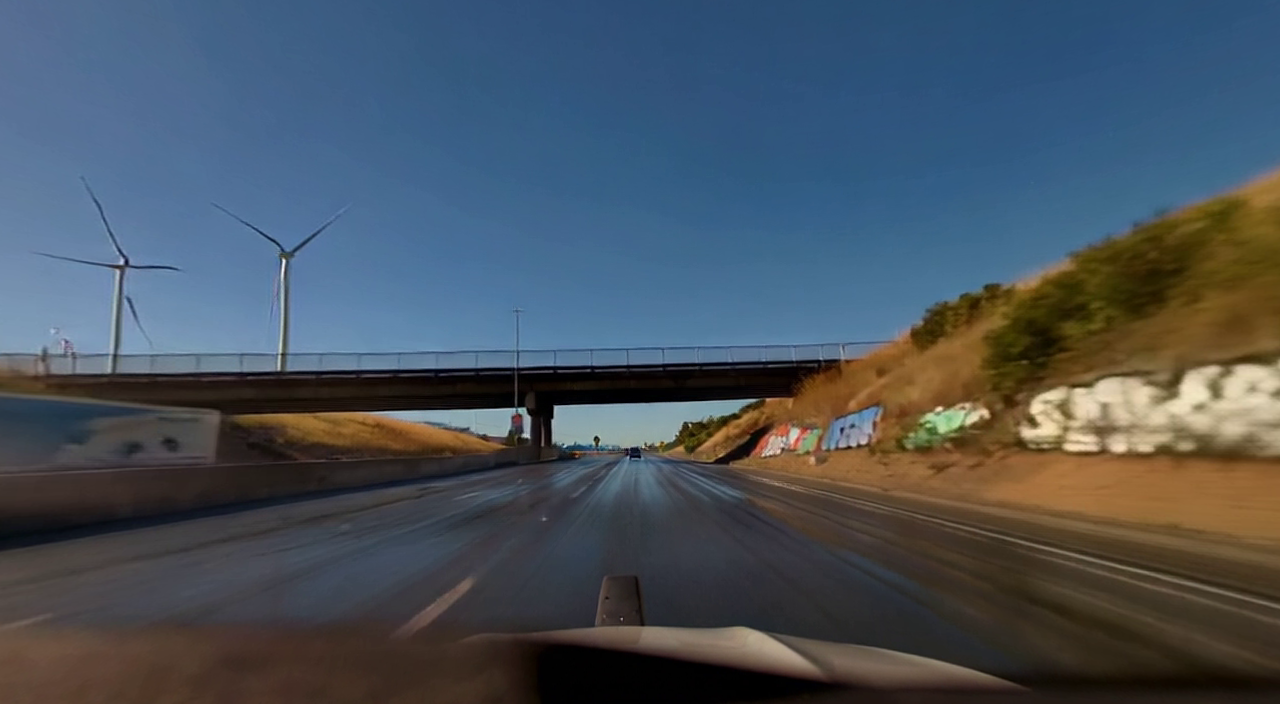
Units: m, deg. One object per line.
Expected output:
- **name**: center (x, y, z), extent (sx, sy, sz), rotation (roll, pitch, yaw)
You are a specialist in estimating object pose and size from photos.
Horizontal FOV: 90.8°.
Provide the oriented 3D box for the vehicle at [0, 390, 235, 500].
- **vehicle**: center (-23.074, 3.867, 25.910), extent (2.996, 3.684, 15.096), rotation (0, -9, 0)
